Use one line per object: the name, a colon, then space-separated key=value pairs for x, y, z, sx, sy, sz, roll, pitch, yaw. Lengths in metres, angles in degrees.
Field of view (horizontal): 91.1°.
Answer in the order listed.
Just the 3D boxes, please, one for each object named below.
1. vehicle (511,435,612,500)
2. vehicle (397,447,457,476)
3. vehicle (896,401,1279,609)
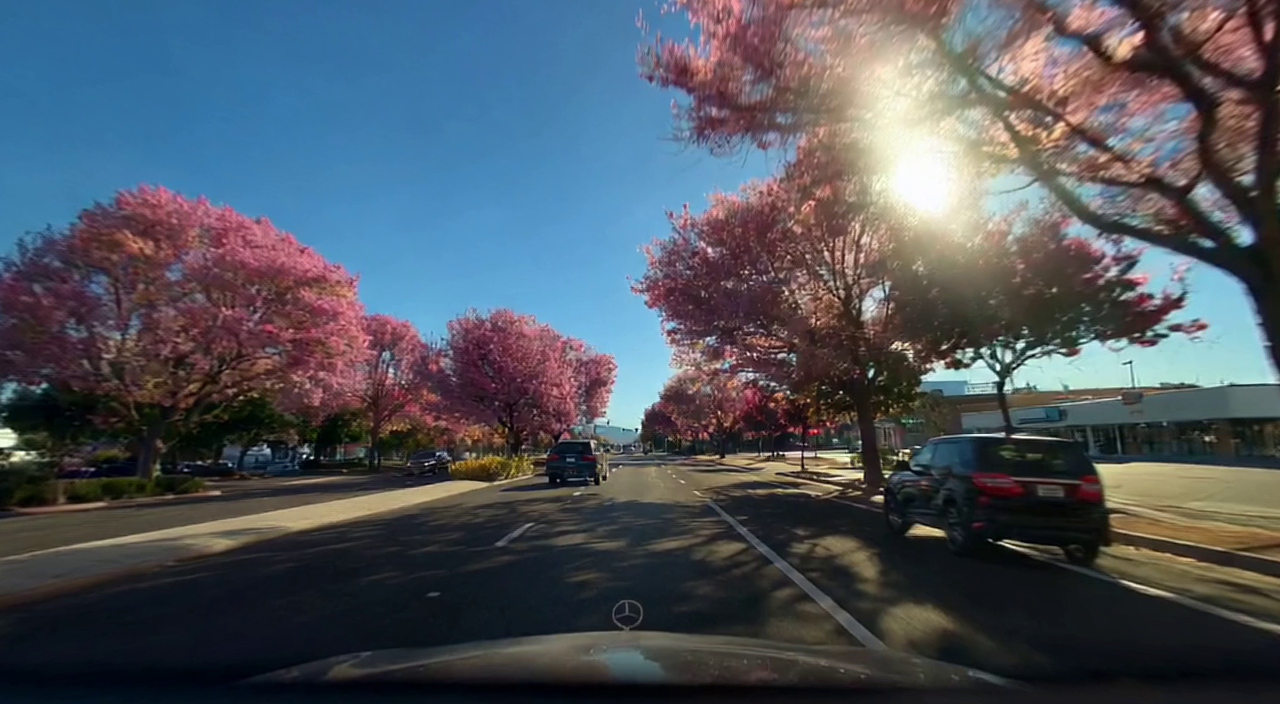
vehicle: x=-2.159 y=3.362 z=18.753 sx=2.149 sy=1.701 sz=4.379 roll=0 pitch=-8 yaw=4
vehicle: x=-12.786 y=6.575 z=37.970 sx=2.071 sy=1.619 sz=4.567 roll=0 pitch=-8 yaw=-1
vehicle: x=5.151 y=1.713 z=8.175 sx=2.363 sy=1.781 sz=5.156 roll=-1 pitch=-8 yaw=11
